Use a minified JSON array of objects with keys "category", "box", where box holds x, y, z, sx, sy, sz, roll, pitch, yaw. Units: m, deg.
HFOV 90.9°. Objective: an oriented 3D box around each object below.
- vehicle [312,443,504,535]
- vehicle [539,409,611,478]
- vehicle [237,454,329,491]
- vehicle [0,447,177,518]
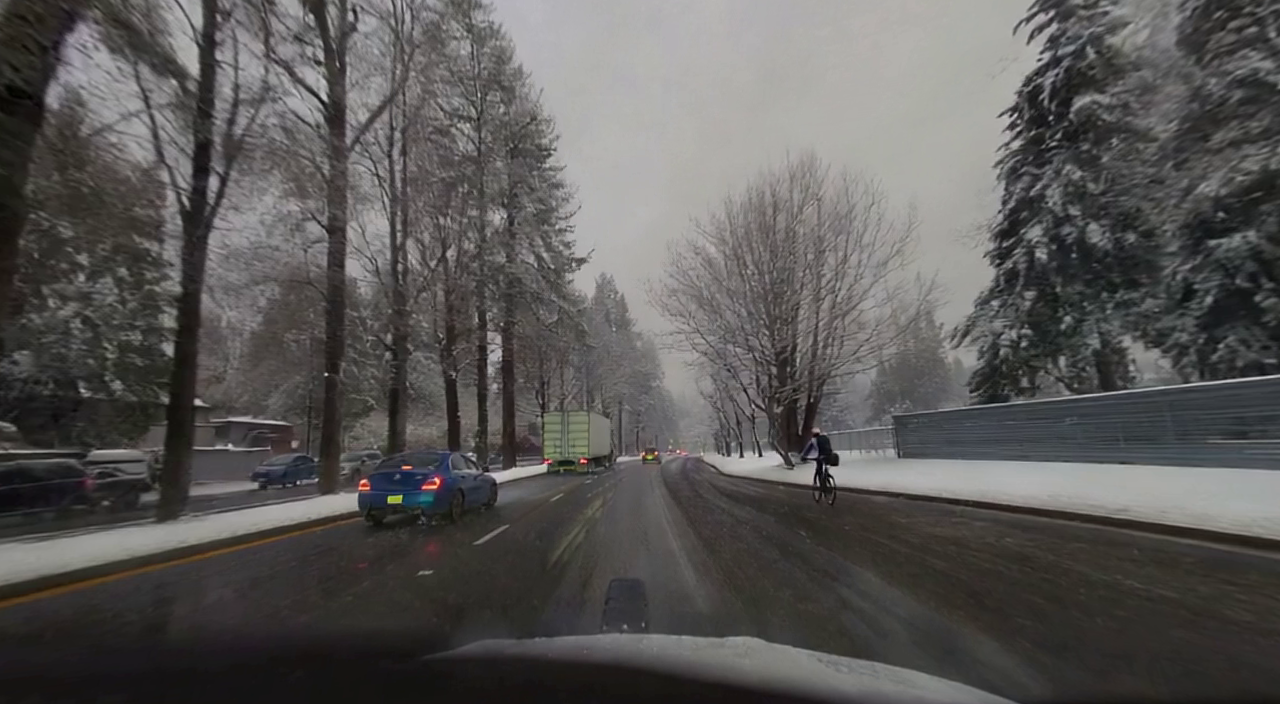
[{"category":"vehicle","box":[-4.205,2.535,12.351,2.005,1.462,4.345,-1,-9,2]},{"category":"vehicle","box":[-3.324,5.034,34.640,2.746,3.276,8.572,-1,-9,2]},{"category":"vehicle","box":[-18.622,6.261,33.201,2.004,1.704,4.876,0,-9,0]},{"category":"vehicle","box":[-18.555,4.138,20.811,2.091,1.968,5.809,0,-9,0]}]
